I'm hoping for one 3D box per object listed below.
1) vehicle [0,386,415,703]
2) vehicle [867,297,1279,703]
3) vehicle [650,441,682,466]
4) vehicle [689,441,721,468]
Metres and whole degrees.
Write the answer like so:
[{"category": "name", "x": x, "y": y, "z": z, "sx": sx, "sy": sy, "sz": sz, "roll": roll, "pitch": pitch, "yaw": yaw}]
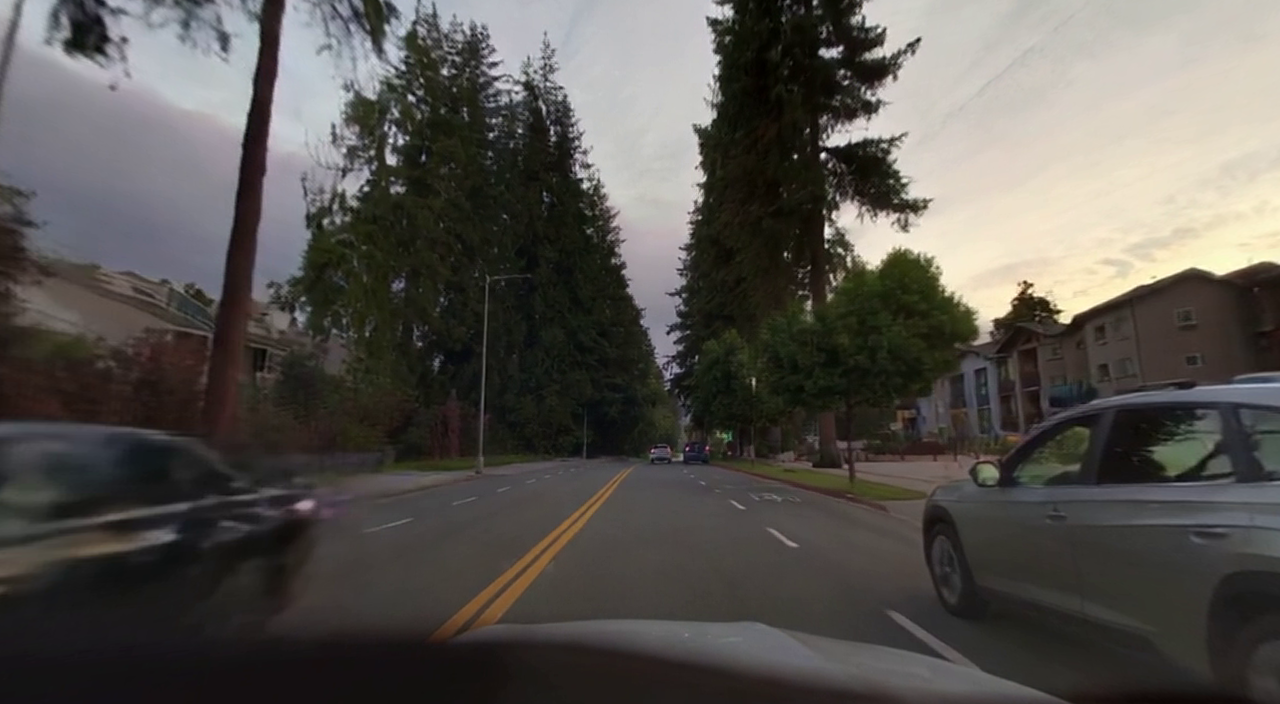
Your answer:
[{"category": "vehicle", "x": -3.052, "y": 1.044, "z": 2.983, "sx": 2.151, "sy": 1.540, "sz": 4.673, "roll": 0, "pitch": -9, "yaw": 1}, {"category": "vehicle", "x": 3.351, "y": 0.954, "z": 3.497, "sx": 2.219, "sy": 1.881, "sz": 5.104, "roll": 0, "pitch": -9, "yaw": 0}, {"category": "vehicle", "x": 2.120, "y": 8.067, "z": 49.897, "sx": 2.158, "sy": 1.852, "sz": 4.485, "roll": -1, "pitch": -9, "yaw": 7}, {"category": "vehicle", "x": 4.489, "y": 7.156, "z": 43.949, "sx": 2.069, "sy": 1.791, "sz": 4.422, "roll": -1, "pitch": -9, "yaw": 3}]
